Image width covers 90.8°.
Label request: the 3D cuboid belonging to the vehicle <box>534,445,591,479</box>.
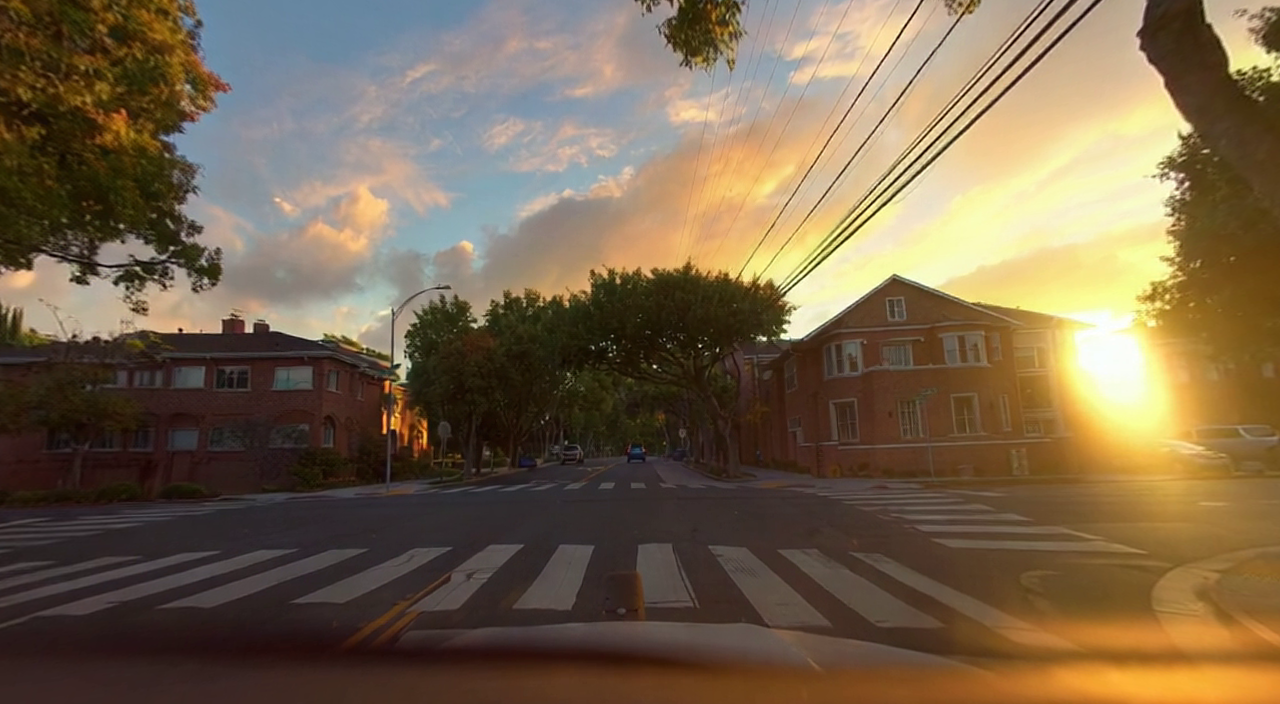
[{"bbox_3d":[-3.610,5.197,30.156,2.102,1.463,4.024,0,-9,1],"label":"vehicle"}]

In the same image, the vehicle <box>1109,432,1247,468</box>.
[{"bbox_3d":[23.436,4.291,27.801,1.841,1.448,4.688,0,-9,-2],"label":"vehicle"}]
